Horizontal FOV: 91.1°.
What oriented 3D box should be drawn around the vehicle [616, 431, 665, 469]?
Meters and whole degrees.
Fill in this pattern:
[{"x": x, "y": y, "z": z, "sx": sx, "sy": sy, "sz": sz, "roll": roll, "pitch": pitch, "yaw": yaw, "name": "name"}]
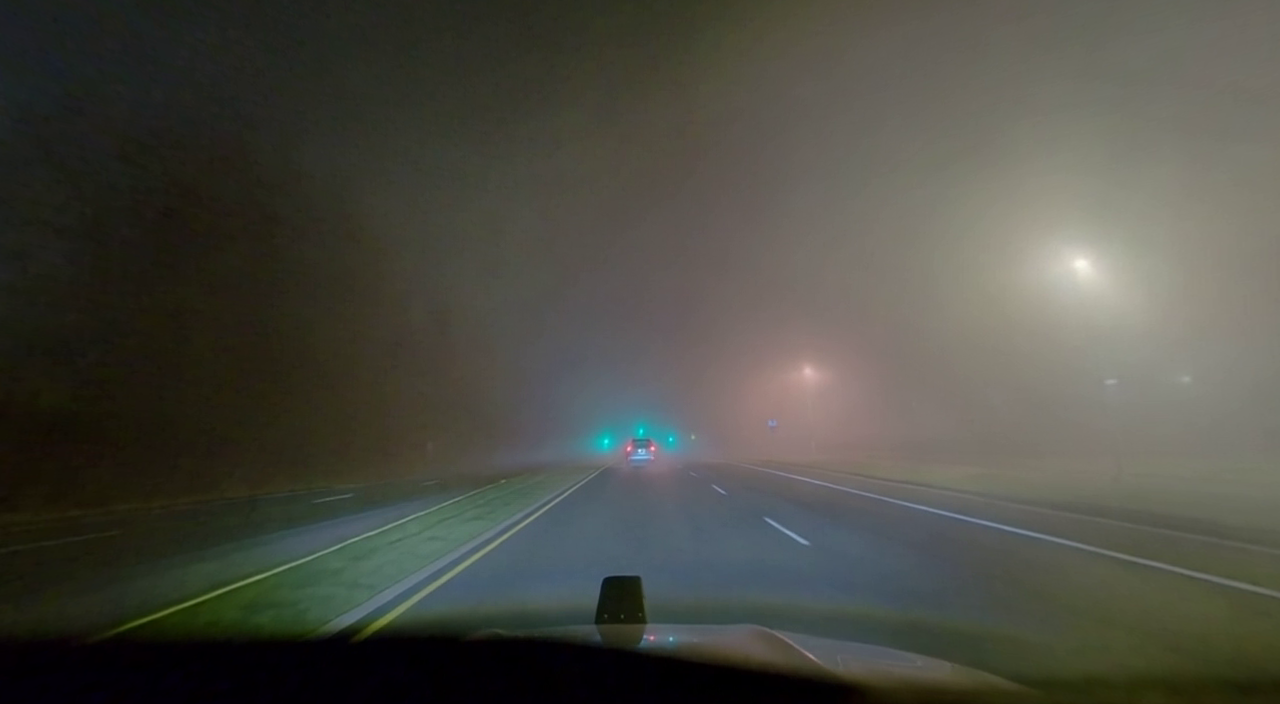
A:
[{"x": 0.041, "y": 4.808, "z": 30.911, "sx": 2.256, "sy": 1.734, "sz": 4.176, "roll": 0, "pitch": -8, "yaw": 0, "name": "vehicle"}]
